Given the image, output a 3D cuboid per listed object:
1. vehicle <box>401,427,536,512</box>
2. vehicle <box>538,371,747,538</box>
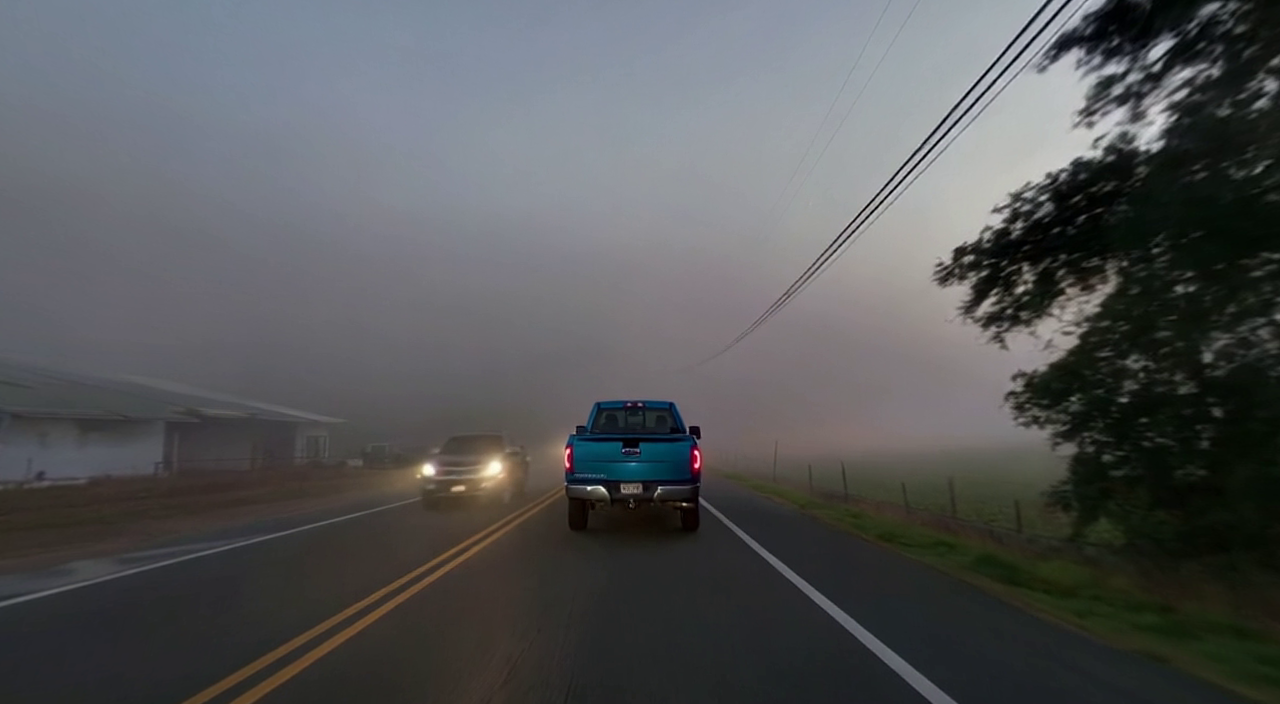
[{"bbox_3d":[-3.910,2.765,15.291,2.051,1.735,4.259,0,-8,0],"label":"vehicle"},{"bbox_3d":[-0.049,1.966,12.547,2.912,2.320,7.292,0,-8,-1],"label":"vehicle"}]
